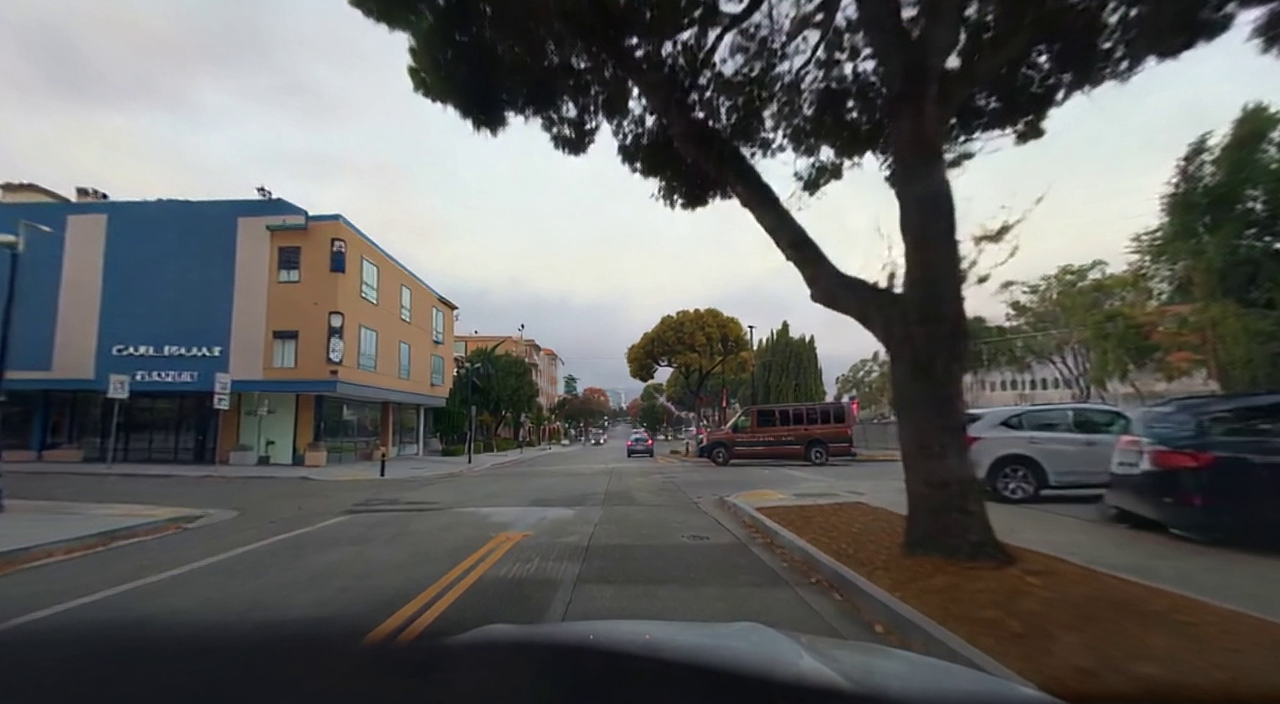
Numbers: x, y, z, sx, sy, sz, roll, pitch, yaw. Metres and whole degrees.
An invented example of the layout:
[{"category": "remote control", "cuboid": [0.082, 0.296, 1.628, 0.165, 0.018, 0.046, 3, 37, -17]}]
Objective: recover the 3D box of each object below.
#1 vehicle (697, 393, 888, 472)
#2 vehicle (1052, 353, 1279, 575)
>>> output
[{"category": "vehicle", "cuboid": [5.338, 2.897, 22.593, 6.221, 2.498, 2.239, -5, -9, 33]}, {"category": "vehicle", "cuboid": [6.366, 0.911, 5.352, 4.254, 1.636, 2.327, -3, -8, 20]}]
